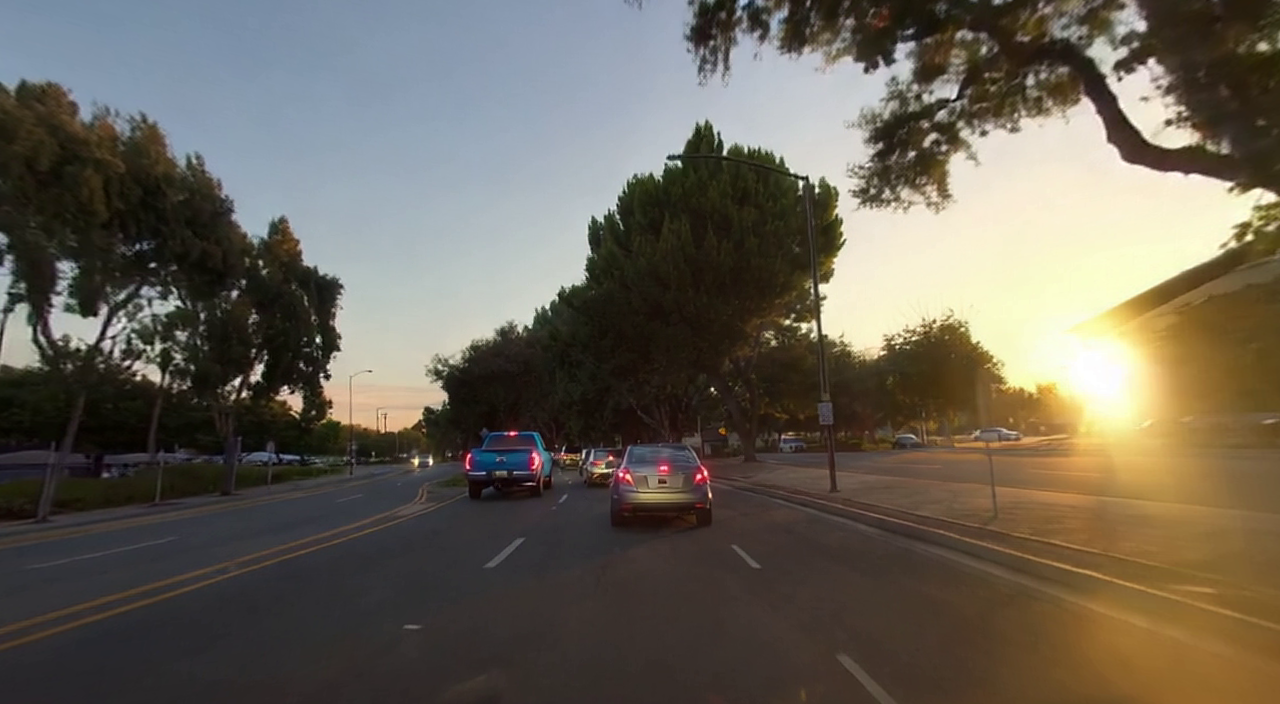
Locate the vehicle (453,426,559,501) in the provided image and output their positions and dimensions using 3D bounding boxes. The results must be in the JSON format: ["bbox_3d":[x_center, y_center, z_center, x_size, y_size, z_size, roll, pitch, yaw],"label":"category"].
[{"bbox_3d":[-3.987,3.466,19.922,2.512,1.992,5.725,1,-9,-5],"label":"vehicle"}]

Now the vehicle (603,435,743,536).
[{"bbox_3d":[0.399,2.382,11.796,2.142,1.528,4.133,1,-9,-3],"label":"vehicle"}]
